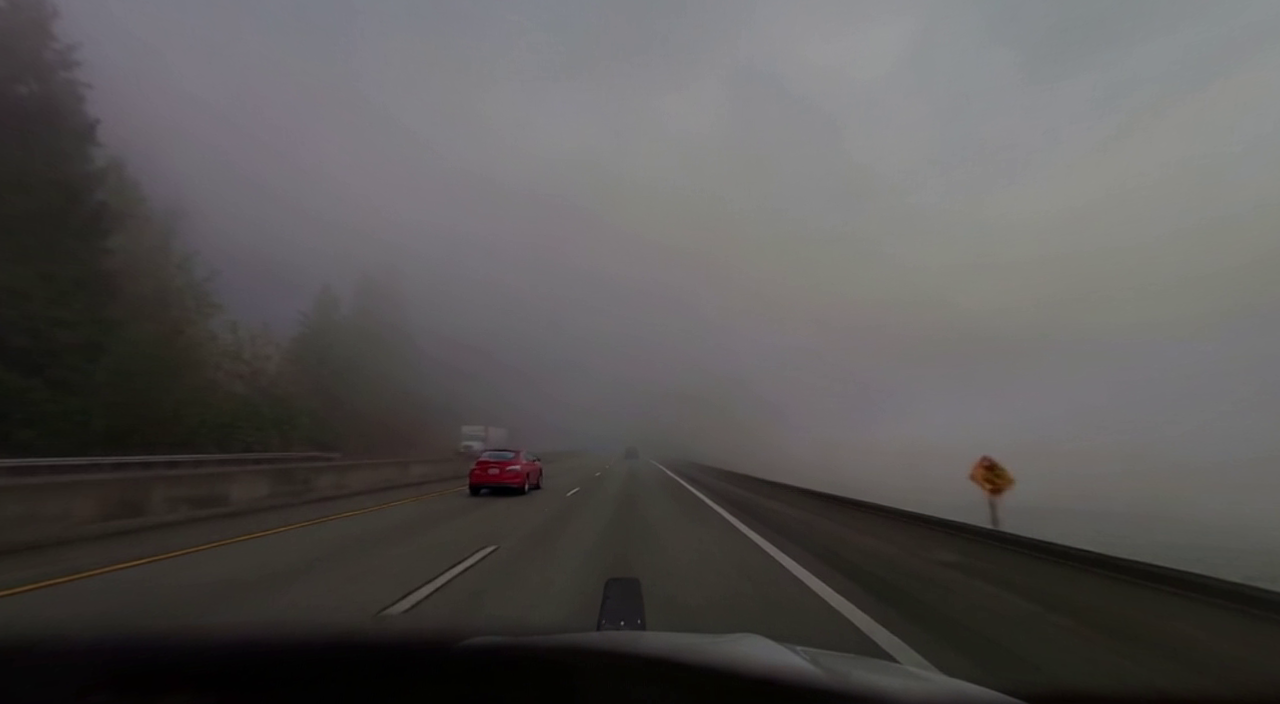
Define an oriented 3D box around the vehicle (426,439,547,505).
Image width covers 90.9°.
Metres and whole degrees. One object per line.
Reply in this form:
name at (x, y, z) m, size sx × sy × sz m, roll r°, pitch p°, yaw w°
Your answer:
vehicle at (-4.004, 3.243, 17.396) m, size 2.083 × 1.560 × 4.713 m, roll 0°, pitch -9°, yaw 1°
